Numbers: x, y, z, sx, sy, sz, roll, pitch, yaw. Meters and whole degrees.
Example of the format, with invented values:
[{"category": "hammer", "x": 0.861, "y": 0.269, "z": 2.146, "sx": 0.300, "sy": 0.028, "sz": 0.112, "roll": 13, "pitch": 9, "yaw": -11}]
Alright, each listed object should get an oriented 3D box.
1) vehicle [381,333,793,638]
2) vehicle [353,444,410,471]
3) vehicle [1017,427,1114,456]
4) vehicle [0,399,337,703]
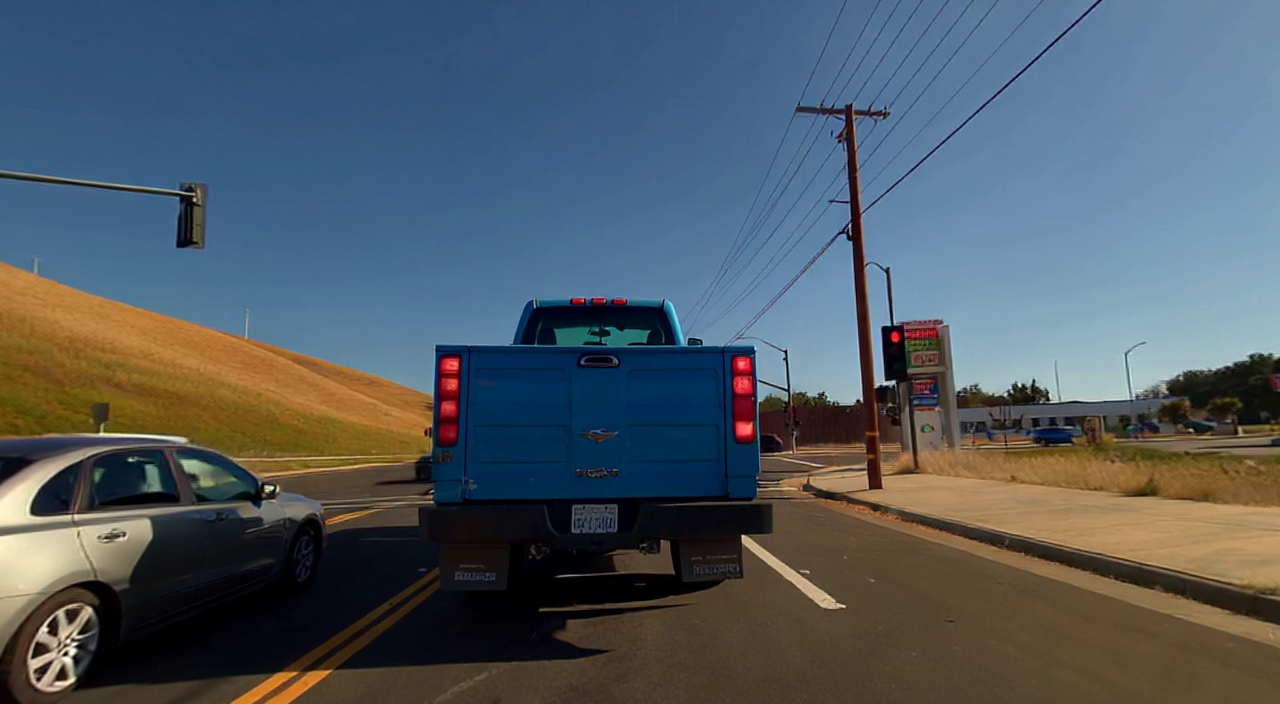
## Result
[{"category": "vehicle", "x": -0.421, "y": 1.323, "z": 7.208, "sx": 2.859, "sy": 2.144, "sz": 5.406, "roll": 0, "pitch": -9, "yaw": -1}, {"category": "vehicle", "x": -17.111, "y": 7.013, "z": 41.916, "sx": 2.133, "sy": 1.690, "sz": 4.331, "roll": 0, "pitch": -9, "yaw": -3}, {"category": "vehicle", "x": 25.572, "y": 5.394, "z": 37.922, "sx": 4.419, "sy": 1.496, "sz": 1.854, "roll": -2, "pitch": -9, "yaw": 1}, {"category": "vehicle", "x": -3.959, "y": 1.189, "z": 3.981, "sx": 2.017, "sy": 1.555, "sz": 4.150, "roll": -1, "pitch": -9, "yaw": 0}]
